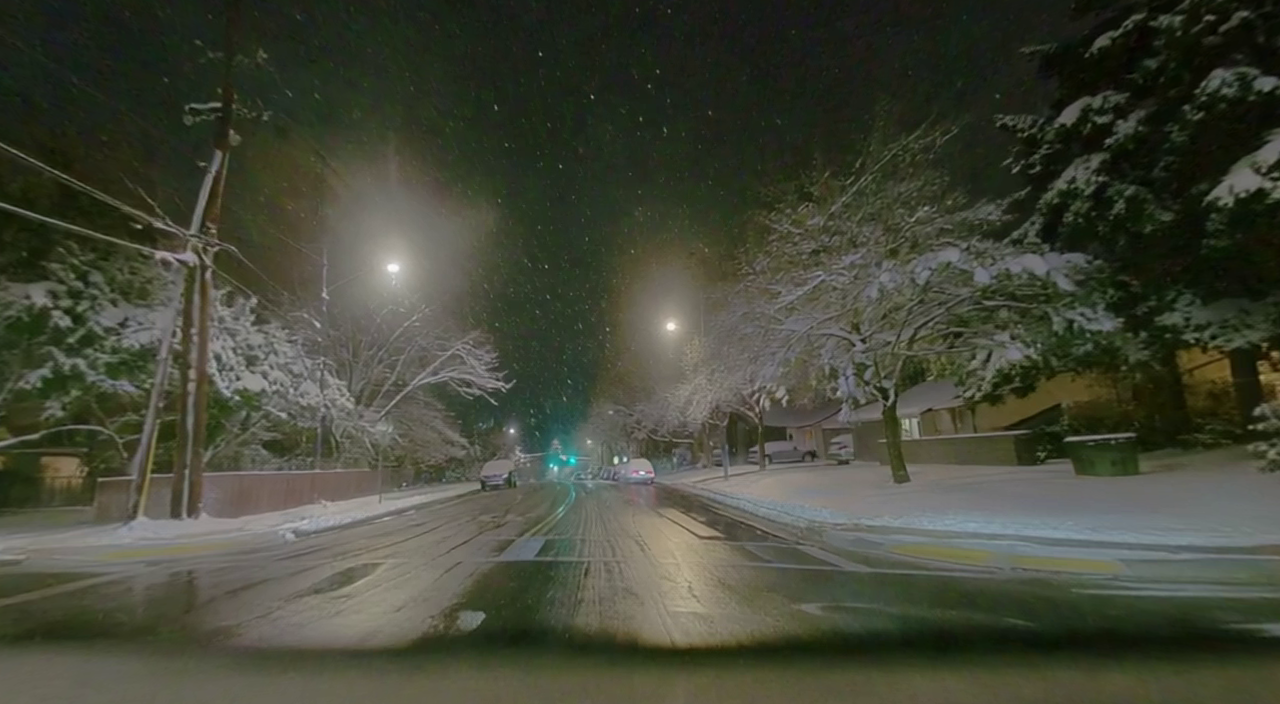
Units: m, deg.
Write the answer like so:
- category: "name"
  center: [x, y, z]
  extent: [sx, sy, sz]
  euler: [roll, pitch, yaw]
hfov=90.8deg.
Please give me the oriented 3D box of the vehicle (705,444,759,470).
- category: "vehicle"
  center: [7.173, 8.050, 48.781]
  extent: [2.100, 1.857, 4.611]
  euler: [-7, -11, 36]

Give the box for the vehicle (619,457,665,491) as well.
- category: "vehicle"
  center: [0.055, 7.416, 38.736]
  extent: [2.229, 1.826, 4.611]
  euler: [1, -9, -7]

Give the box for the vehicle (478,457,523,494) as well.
- category: "vehicle"
  center: [-8.213, 7.263, 37.485]
  extent: [2.155, 1.729, 4.799]
  euler: [0, -6, -7]

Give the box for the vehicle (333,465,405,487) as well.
- category: "vehicle"
  center: [-20.060, 9.175, 46.809]
  extent: [4.527, 1.466, 1.880]
  euler: [-2, -9, 10]

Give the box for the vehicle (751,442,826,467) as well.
- category: "vehicle"
  center: [10.000, 6.915, 42.727]
  extent: [4.639, 1.634, 2.005]
  euler: [0, -8, 5]
